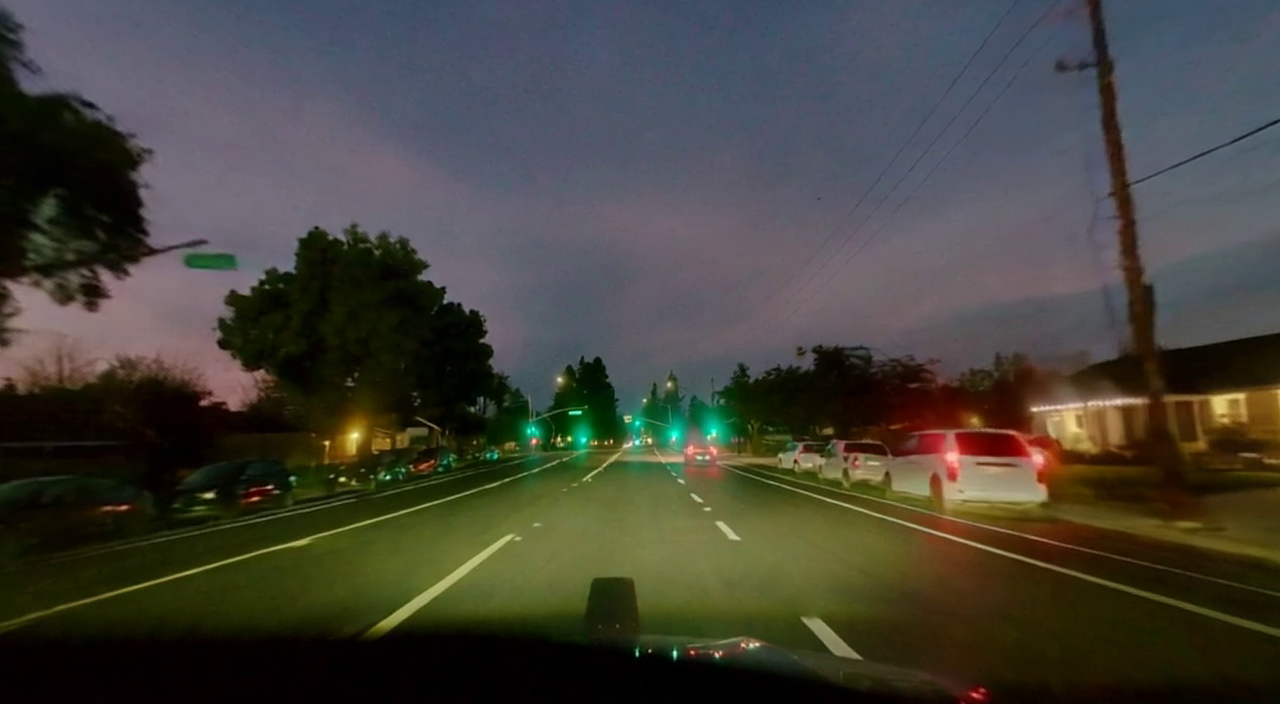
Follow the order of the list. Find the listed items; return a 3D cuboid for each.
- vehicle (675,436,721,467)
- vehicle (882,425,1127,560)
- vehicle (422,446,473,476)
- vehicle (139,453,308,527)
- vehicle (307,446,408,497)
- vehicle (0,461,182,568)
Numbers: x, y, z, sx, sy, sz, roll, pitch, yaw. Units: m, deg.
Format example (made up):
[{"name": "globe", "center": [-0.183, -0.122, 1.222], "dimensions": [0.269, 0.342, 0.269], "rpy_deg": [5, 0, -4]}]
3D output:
[{"name": "vehicle", "center": [3.132, 5.487, 35.061], "dimensions": [1.951, 1.620, 4.582], "rpy_deg": [0, -8, -3]}, {"name": "vehicle", "center": [7.260, 2.785, 13.437], "dimensions": [2.081, 2.286, 4.941], "rpy_deg": [0, -8, -2]}, {"name": "vehicle", "center": [-12.233, 6.920, 40.419], "dimensions": [2.032, 1.773, 4.471], "rpy_deg": [0, -8, -2]}, {"name": "vehicle", "center": [-11.608, 3.809, 18.055], "dimensions": [1.921, 1.770, 4.265], "rpy_deg": [0, -8, -1]}, {"name": "vehicle", "center": [-11.515, 4.858, 26.181], "dimensions": [2.049, 1.848, 4.693], "rpy_deg": [0, -8, -1]}, {"name": "vehicle", "center": [-11.728, 3.032, 12.242], "dimensions": [1.888, 1.668, 5.052], "rpy_deg": [0, -8, 0]}]
